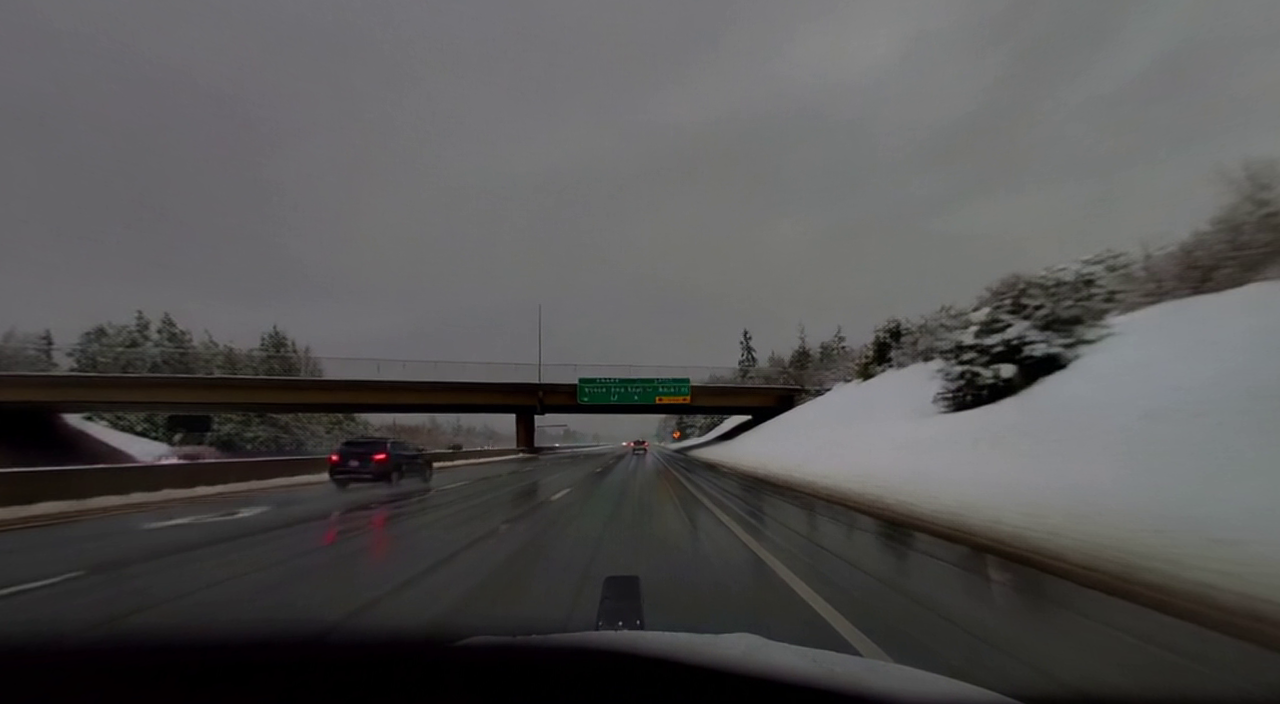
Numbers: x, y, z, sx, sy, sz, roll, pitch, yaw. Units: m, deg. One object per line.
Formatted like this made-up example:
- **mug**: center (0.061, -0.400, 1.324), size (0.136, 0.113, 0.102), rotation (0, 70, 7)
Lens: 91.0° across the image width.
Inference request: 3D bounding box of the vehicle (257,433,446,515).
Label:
- **vehicle**: center (-6.270, 2.693, 14.469), size (1.916, 1.545, 4.757), rotation (0, -8, 2)

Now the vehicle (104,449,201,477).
- **vehicle**: center (-28.454, 6.439, 36.968), size (1.911, 1.494, 4.646), rotation (0, -8, 1)
